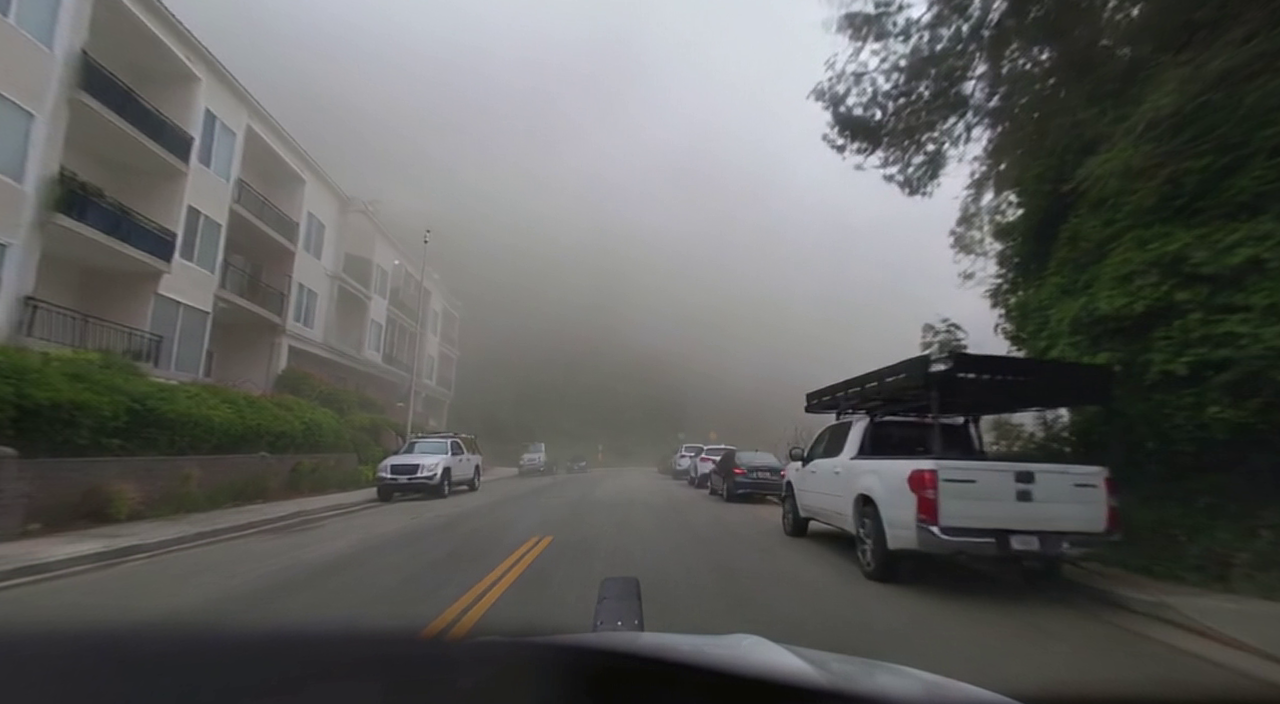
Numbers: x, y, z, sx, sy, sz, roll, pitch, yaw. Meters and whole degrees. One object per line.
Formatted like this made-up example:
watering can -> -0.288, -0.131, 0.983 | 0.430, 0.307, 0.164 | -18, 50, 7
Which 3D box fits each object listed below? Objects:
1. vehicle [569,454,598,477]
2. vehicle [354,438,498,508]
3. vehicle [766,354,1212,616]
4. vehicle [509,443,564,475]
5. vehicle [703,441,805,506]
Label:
vehicle -> -3.907, 7.994, 44.247 | 1.856, 1.474, 4.522 | 1, -11, -3
vehicle -> -6.354, 3.655, 19.634 | 2.374, 1.843, 5.638 | 0, -8, 1
vehicle -> 3.462, 1.499, 8.026 | 2.482, 2.184, 5.383 | 0, -9, -1
vehicle -> -6.676, 7.101, 41.341 | 2.692, 1.949, 5.948 | 0, -11, -1
vehicle -> 3.042, 3.335, 17.799 | 1.926, 1.602, 4.433 | 0, -9, -2
